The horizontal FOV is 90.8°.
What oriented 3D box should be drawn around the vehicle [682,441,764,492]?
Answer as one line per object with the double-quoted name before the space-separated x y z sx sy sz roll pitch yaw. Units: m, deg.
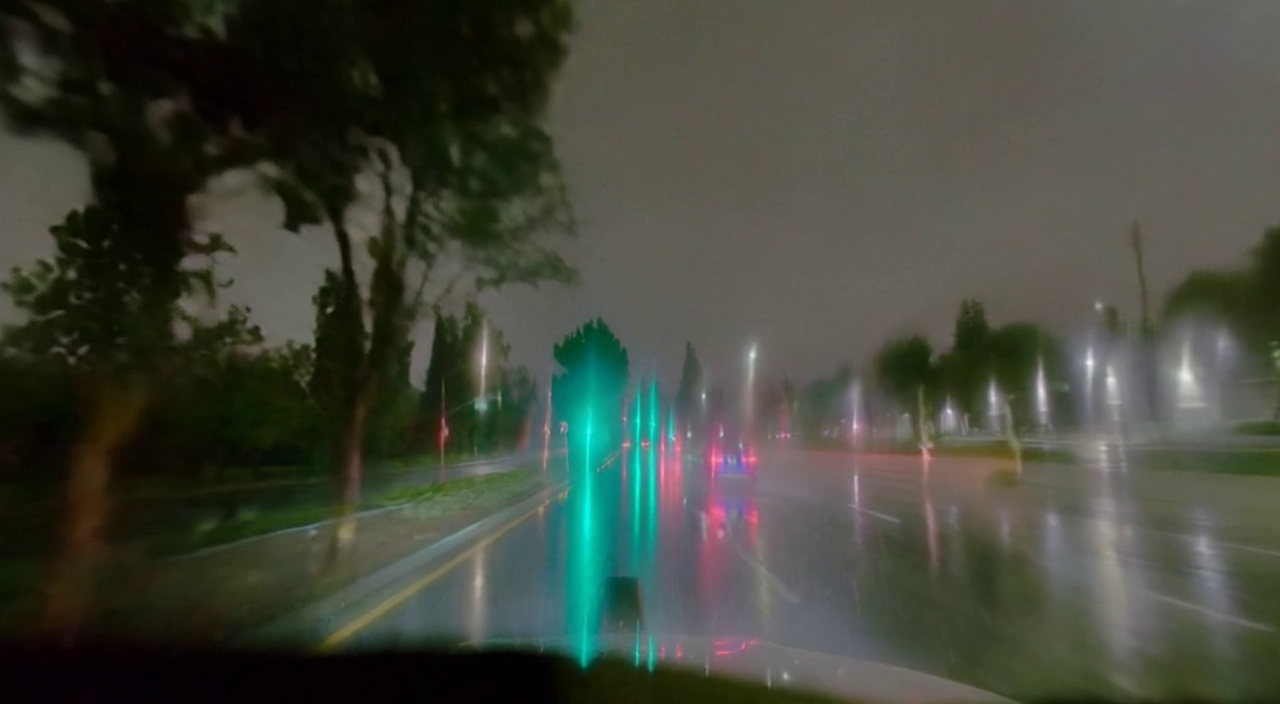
"vehicle" 2.624 3.738 21.013 2.056 1.483 4.091 0 -8 -1
